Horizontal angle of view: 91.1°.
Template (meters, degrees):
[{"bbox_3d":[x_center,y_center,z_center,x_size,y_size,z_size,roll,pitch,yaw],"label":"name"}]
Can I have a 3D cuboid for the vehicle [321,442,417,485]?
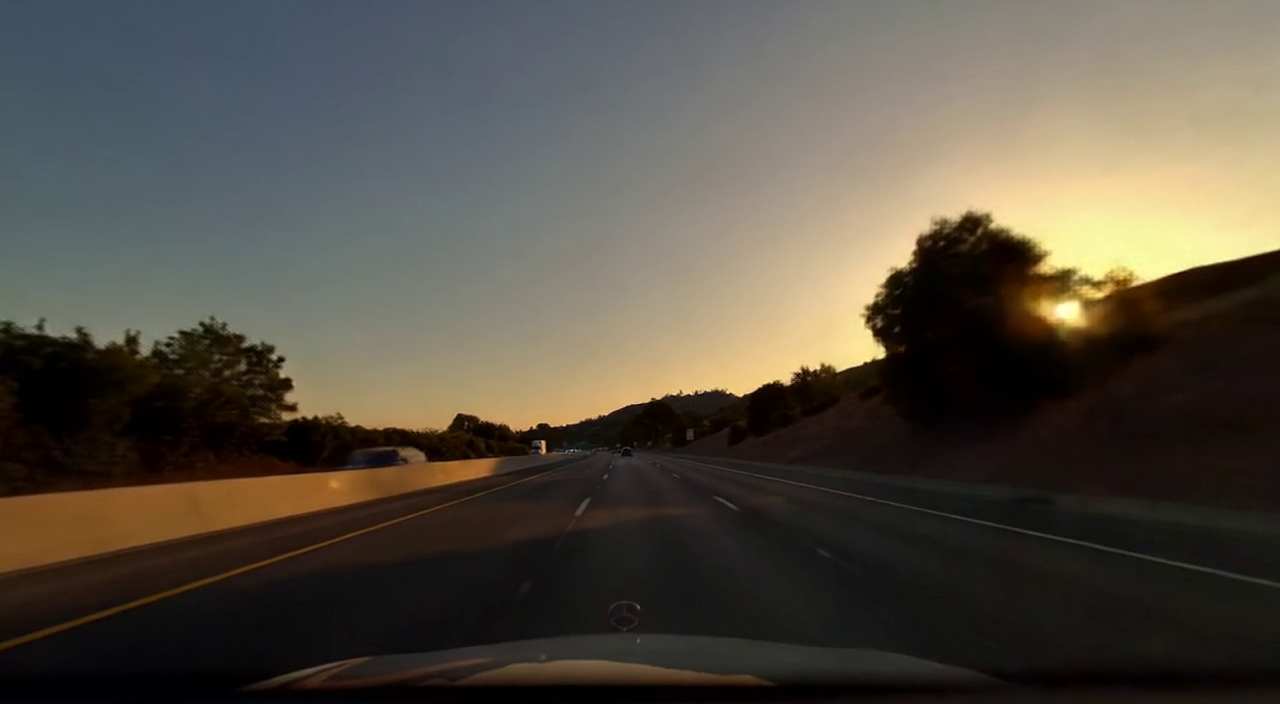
[{"bbox_3d":[-11.777,4.870,27.710,2.305,1.725,4.456,0,-9,-1],"label":"vehicle"}]
